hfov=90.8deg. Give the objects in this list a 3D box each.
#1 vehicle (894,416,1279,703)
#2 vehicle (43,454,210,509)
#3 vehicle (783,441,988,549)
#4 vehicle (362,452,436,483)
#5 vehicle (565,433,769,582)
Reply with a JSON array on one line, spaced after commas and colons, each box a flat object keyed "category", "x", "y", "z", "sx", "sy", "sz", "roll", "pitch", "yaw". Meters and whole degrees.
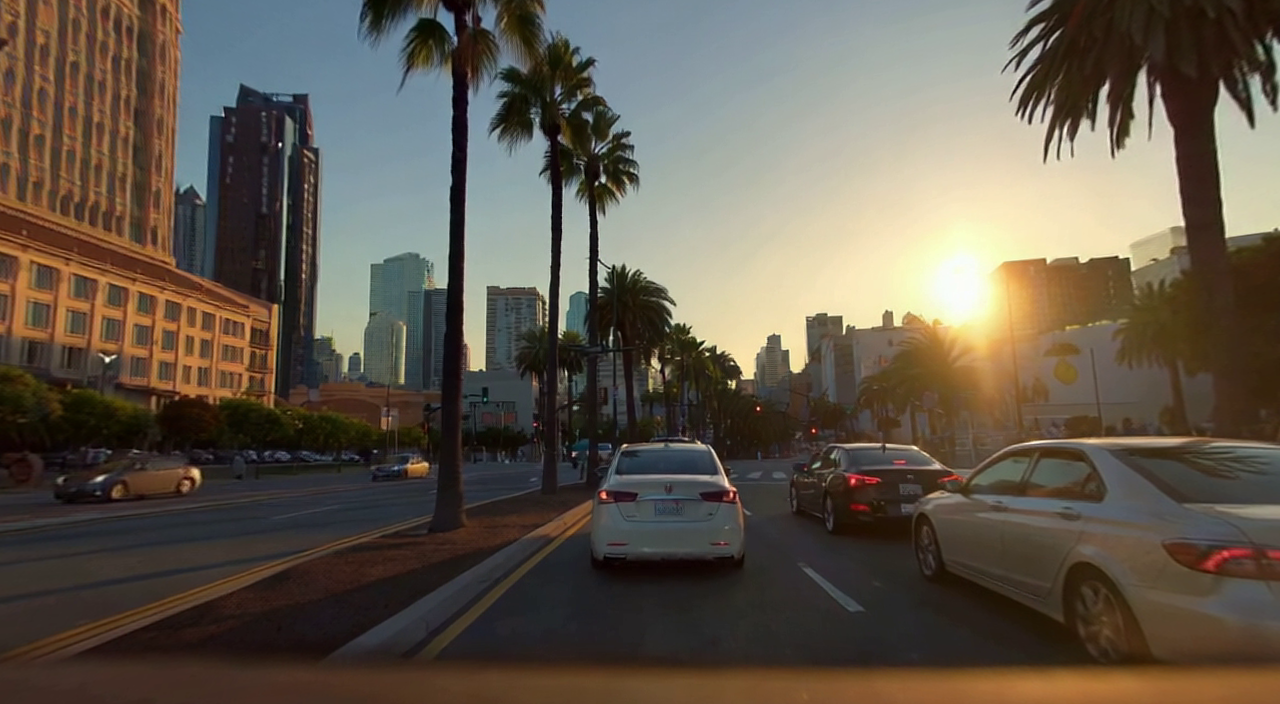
[{"category": "vehicle", "x": 3.643, "y": 1.301, "z": 4.571, "sx": 1.913, "sy": 1.469, "sz": 4.425, "roll": -1, "pitch": -9, "yaw": 2}, {"category": "vehicle", "x": -16.664, "y": 4.166, "z": 20.816, "sx": 1.801, "sy": 1.563, "sz": 4.015, "roll": -2, "pitch": -9, "yaw": 8}, {"category": "vehicle", "x": 3.943, "y": 2.347, "z": 11.127, "sx": 1.920, "sy": 1.490, "sz": 4.417, "roll": 0, "pitch": -9, "yaw": 1}, {"category": "vehicle", "x": -14.080, "y": 6.749, "z": 37.187, "sx": 2.078, "sy": 1.662, "sz": 4.436, "roll": -2, "pitch": -9, "yaw": 9}, {"category": "vehicle", "x": 0.326, "y": 1.876, "z": 8.362, "sx": 2.078, "sy": 1.503, "sz": 3.681, "roll": -1, "pitch": -9, "yaw": 2}]
